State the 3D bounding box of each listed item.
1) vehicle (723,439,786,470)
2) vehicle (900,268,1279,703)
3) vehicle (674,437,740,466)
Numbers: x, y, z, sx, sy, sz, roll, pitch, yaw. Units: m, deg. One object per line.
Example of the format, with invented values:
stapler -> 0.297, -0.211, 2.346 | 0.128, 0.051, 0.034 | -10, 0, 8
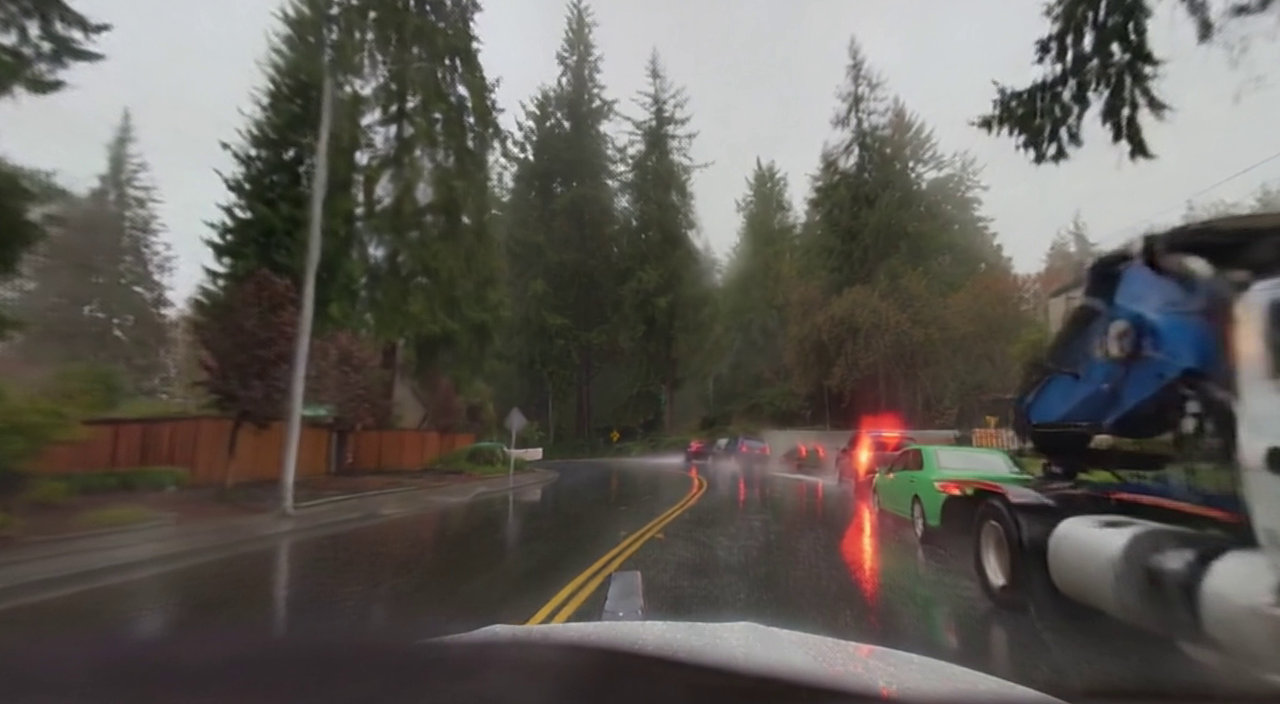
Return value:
vehicle -> 6.683, 6.062, 37.426 | 1.967, 1.698, 4.649 | 2, -9, -12
vehicle -> 4.080, 0.925, 3.797 | 2.874, 2.021, 7.293 | -1, -9, 8
vehicle -> 4.662, 7.102, 45.379 | 2.511, 1.904, 6.143 | 3, -9, -16
